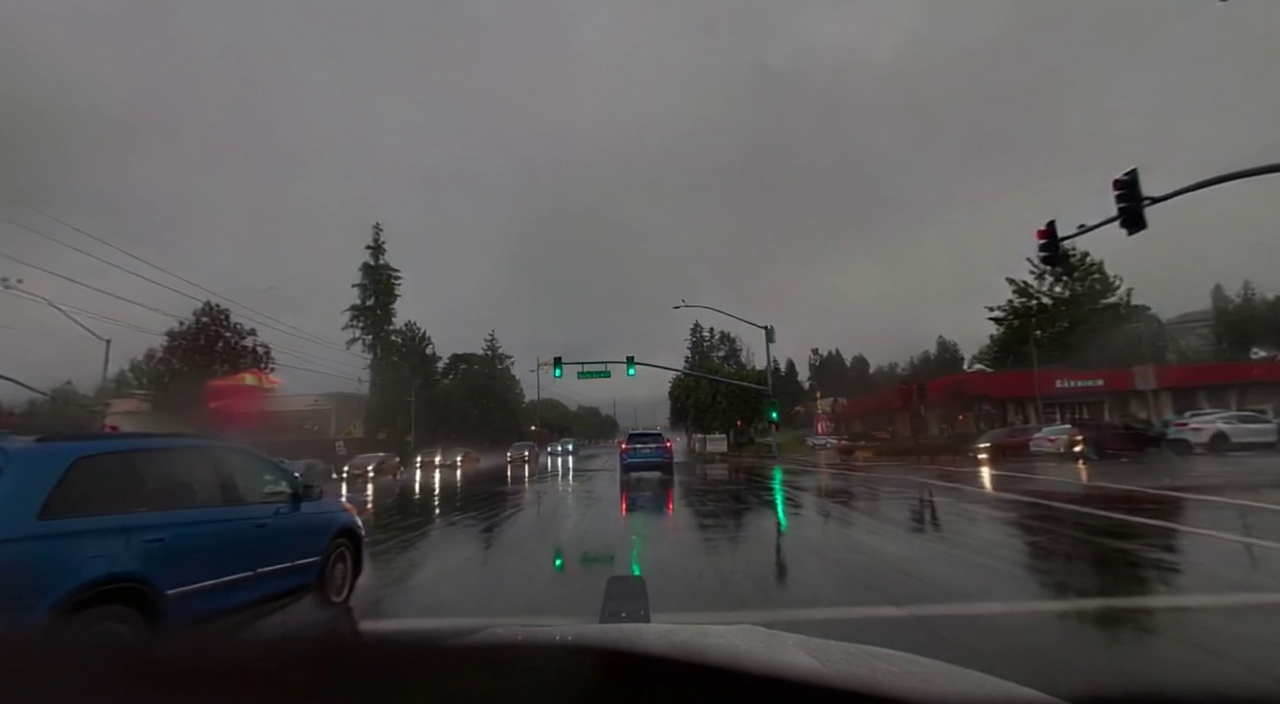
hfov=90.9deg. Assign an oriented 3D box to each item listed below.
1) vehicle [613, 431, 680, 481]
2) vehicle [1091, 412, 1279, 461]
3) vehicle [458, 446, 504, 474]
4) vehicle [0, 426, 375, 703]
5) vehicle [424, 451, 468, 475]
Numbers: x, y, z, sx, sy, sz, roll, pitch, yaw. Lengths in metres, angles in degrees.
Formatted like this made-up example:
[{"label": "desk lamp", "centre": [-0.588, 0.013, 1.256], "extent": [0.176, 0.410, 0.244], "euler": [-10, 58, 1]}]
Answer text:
[{"label": "vehicle", "centre": [0.199, 4.304, 26.369], "extent": [2.513, 1.854, 5.235], "euler": [0, -9, -1]}, {"label": "vehicle", "centre": [17.420, 2.723, 20.231], "extent": [4.430, 1.480, 1.923], "euler": [0, -9, -1]}, {"label": "vehicle", "centre": [-11.250, 7.652, 45.035], "extent": [2.022, 1.825, 4.744], "euler": [0, -9, 0]}, {"label": "vehicle", "centre": [-3.569, 1.239, 3.887], "extent": [1.996, 1.463, 4.094], "euler": [0, -9, 1]}, {"label": "vehicle", "centre": [-15.176, 8.687, 49.525], "extent": [1.935, 1.691, 4.738], "euler": [0, -9, 0]}]
